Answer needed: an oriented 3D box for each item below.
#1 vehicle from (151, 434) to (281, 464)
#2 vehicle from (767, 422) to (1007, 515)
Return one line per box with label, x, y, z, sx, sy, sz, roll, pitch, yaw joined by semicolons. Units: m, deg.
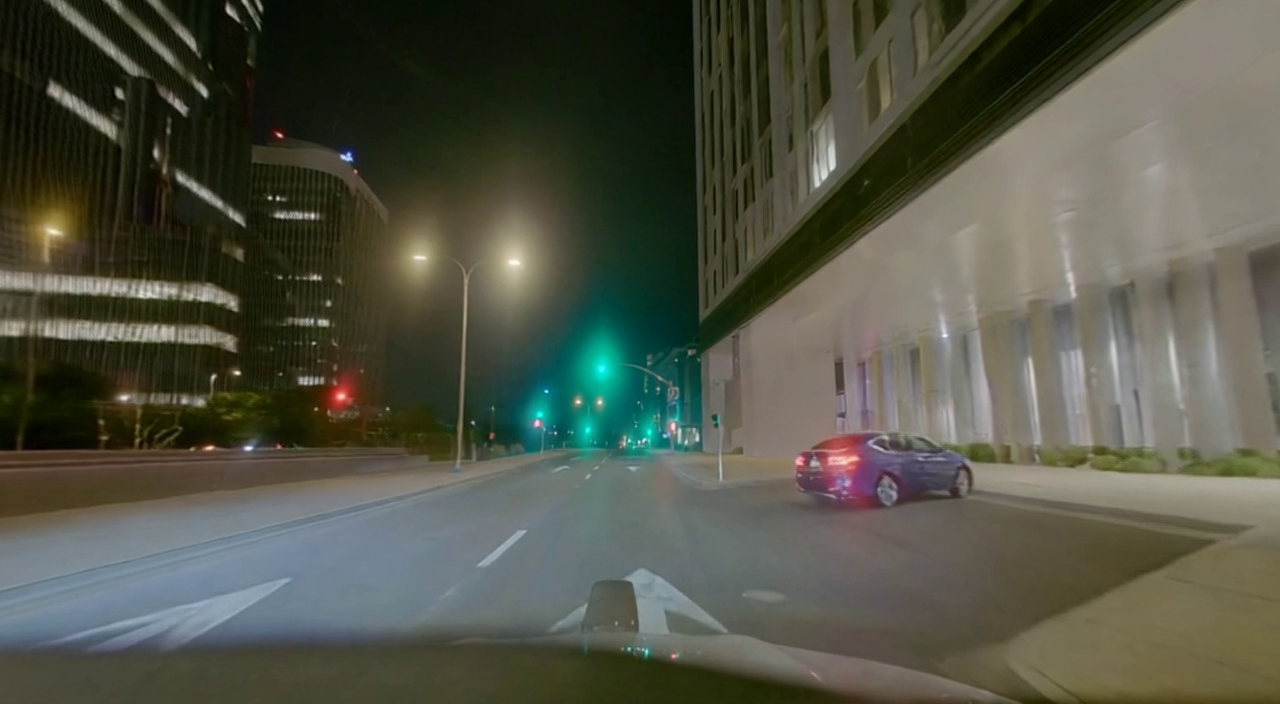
vehicle;-19.448;4.476;29.236;2.660;1.211;4.739;-1;-8;2
vehicle;4.728;2.160;12.119;4.033;1.514;1.974;3;-9;-25
